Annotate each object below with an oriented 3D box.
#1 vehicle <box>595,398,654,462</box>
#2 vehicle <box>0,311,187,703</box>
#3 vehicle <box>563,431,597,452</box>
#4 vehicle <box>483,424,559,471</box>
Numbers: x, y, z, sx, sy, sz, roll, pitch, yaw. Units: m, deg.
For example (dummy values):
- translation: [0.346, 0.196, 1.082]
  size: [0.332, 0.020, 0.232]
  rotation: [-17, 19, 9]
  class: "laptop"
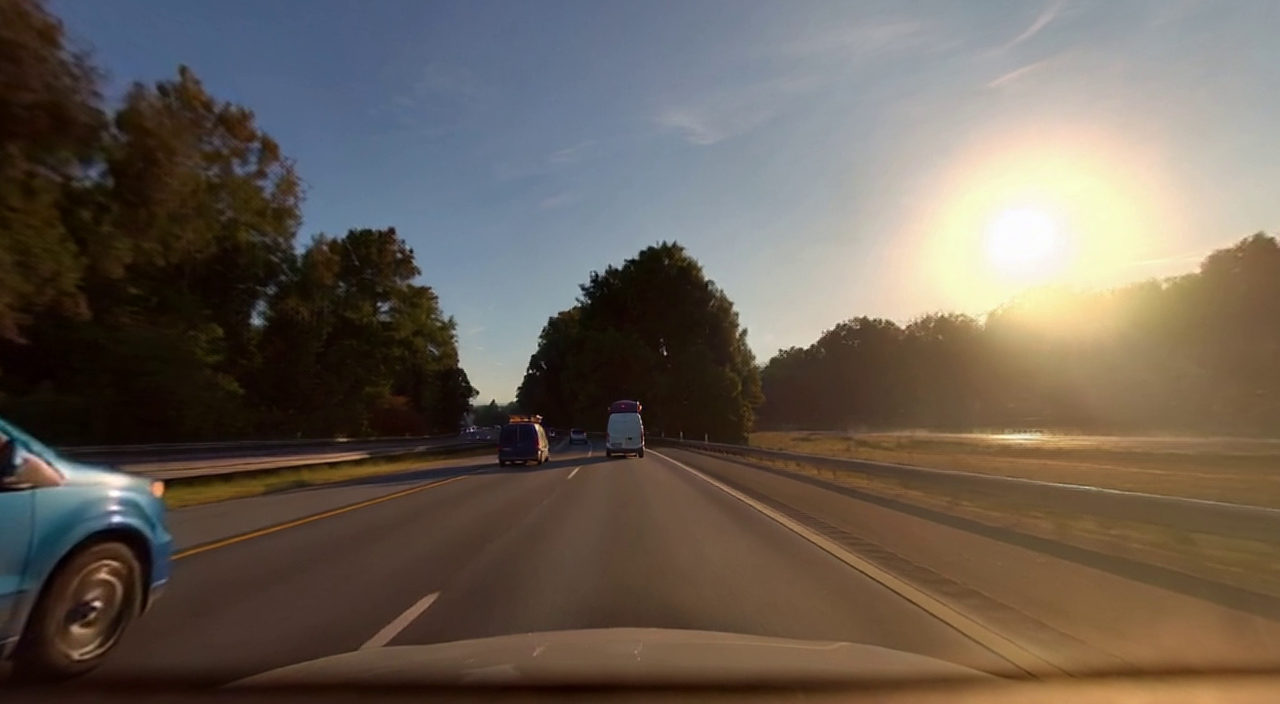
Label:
- translation: [-0.846, 3.942, 31.609]
  size: [2.647, 2.896, 6.480]
  rotation: [0, -8, -3]
  class: "vehicle"
- translation: [-3.672, 0.529, 1.265]
  size: [2.069, 1.751, 4.720]
  rotation: [0, -8, -1]
  class: "vehicle"
- translation: [-4.486, 6.780, 47.810]
  size: [2.251, 1.459, 4.236]
  rotation: [0, -8, -2]
  class: "vehicle"
- translation: [-4.427, 3.632, 24.197]
  size: [2.110, 1.636, 4.453]
  rotation: [0, -8, -1]
  class: "vehicle"
